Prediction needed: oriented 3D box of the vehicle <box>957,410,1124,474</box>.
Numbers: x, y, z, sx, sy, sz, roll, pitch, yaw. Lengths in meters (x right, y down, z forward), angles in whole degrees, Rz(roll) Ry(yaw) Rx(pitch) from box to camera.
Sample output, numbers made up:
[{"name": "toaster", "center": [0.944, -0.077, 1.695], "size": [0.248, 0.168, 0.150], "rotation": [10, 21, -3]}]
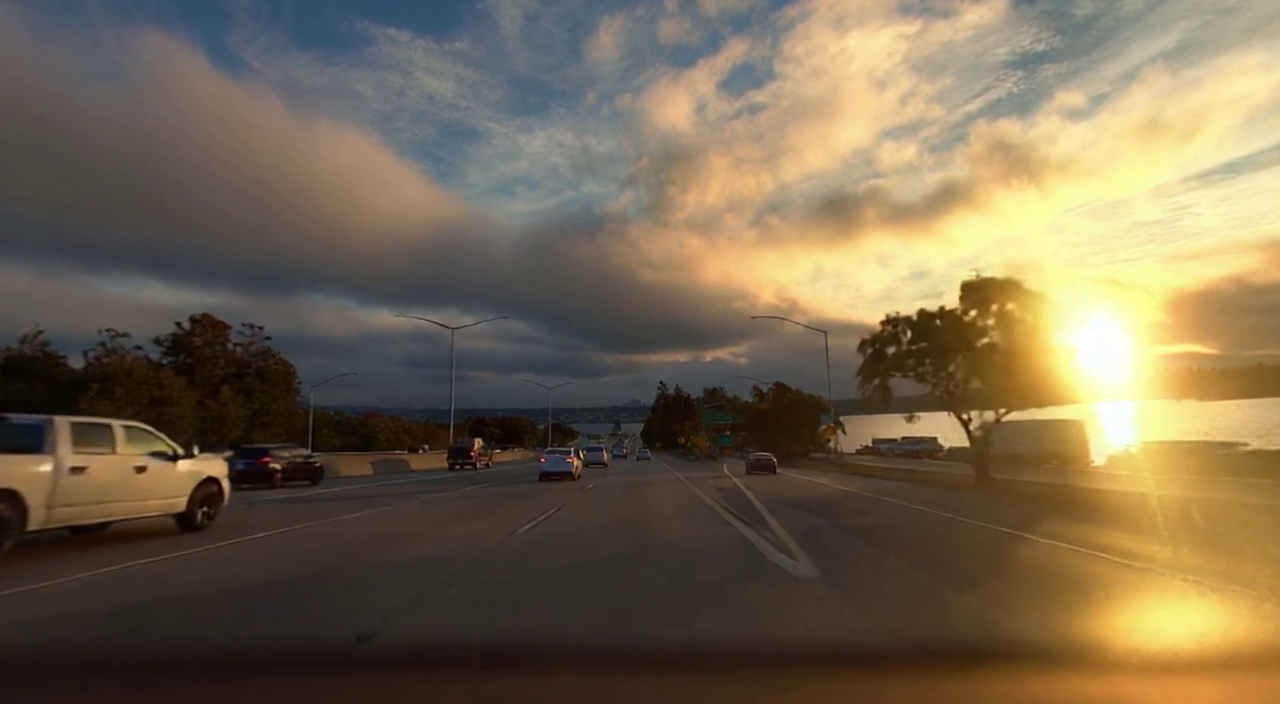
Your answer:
[{"name": "vehicle", "center": [25.640, 5.967, 41.512], "size": [4.211, 3.637, 11.169], "rotation": [0, -9, 3]}]

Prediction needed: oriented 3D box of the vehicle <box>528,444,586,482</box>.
[{"name": "vehicle", "center": [-4.032, 5.453, 31.323], "size": [2.132, 1.708, 4.571], "rotation": [0, -9, 2]}]

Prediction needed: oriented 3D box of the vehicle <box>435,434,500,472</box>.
[{"name": "vehicle", "center": [-10.858, 6.412, 40.122], "size": [2.442, 2.191, 5.760], "rotation": [0, -9, 1]}]

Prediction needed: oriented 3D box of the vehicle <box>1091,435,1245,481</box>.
[{"name": "vehicle", "center": [21.800, 4.367, 26.386], "size": [2.097, 1.692, 5.148], "rotation": [-1, -8, 2]}]

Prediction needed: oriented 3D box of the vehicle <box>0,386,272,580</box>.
[{"name": "vehicle", "center": [-7.347, 1.493, 7.601], "size": [2.250, 1.870, 5.647], "rotation": [0, -9, 2]}]

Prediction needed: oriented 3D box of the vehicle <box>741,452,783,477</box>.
[{"name": "vehicle", "center": [7.945, 7.338, 41.344], "size": [2.153, 1.510, 4.646], "rotation": [0, -9, 4]}]
